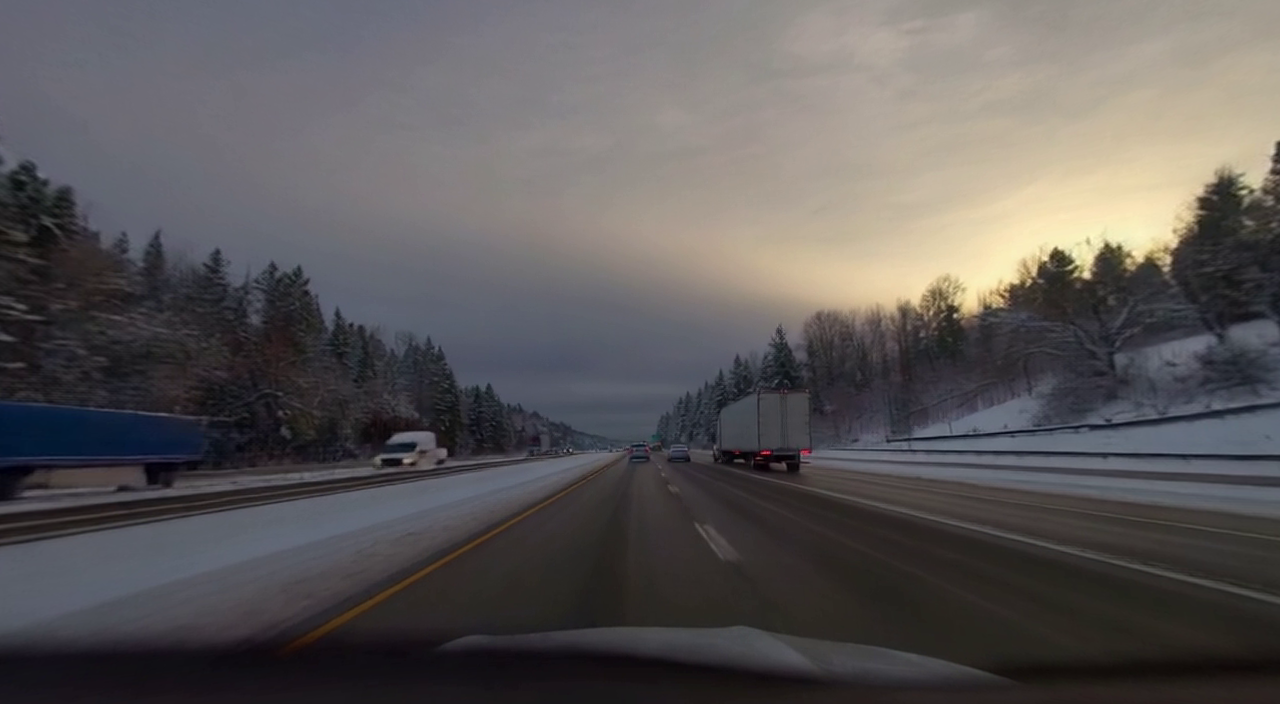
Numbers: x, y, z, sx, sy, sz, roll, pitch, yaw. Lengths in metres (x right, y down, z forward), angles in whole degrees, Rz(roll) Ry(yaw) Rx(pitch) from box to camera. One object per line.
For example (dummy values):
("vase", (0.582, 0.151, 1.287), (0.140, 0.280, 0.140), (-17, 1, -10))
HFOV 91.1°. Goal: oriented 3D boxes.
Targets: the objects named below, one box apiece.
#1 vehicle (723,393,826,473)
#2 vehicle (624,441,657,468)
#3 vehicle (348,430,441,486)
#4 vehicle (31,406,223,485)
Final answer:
("vehicle", (7.746, 5.161, 38.912), (3.044, 4.073, 14.016), (0, -9, -1))
("vehicle", (0.038, 7.045, 43.353), (2.114, 1.706, 4.106), (0, -9, 0))
("vehicle", (-12.558, 5.466, 32.717), (2.379, 2.617, 5.942), (0, -9, 0))
("vehicle", (-27.774, 5.205, 34.896), (3.003, 3.784, 8.945), (0, -9, 0))
